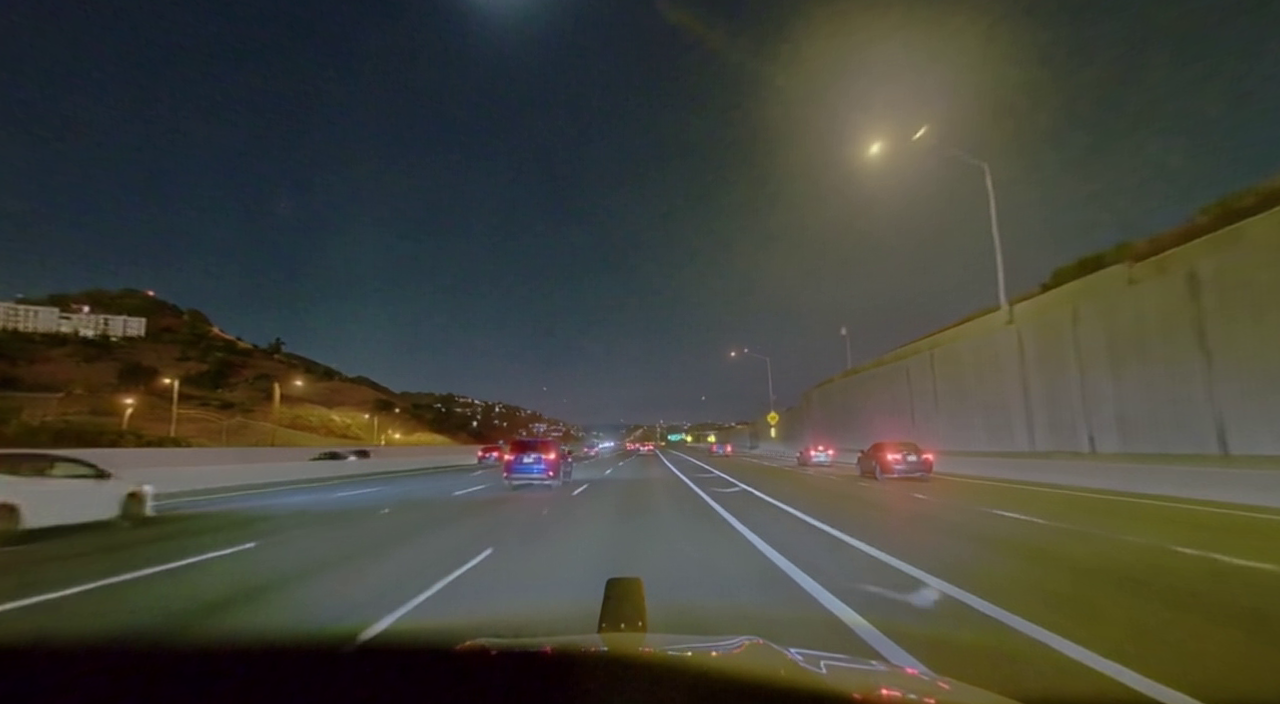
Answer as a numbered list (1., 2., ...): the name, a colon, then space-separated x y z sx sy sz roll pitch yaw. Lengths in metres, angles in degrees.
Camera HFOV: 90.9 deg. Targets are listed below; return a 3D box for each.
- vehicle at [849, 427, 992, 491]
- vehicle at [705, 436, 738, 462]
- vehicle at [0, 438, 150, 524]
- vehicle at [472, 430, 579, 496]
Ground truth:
1. vehicle: 8.048 3.120 18.679 2.122 1.646 4.491 0 -8 -1
2. vehicle: 6.175 7.405 48.273 2.172 1.824 5.031 -1 -8 3
3. vehicle: -13.815 2.785 14.000 2.049 1.707 4.743 0 -8 0
4. vehicle: -3.302 3.346 19.464 2.210 1.730 5.133 -1 -8 2
